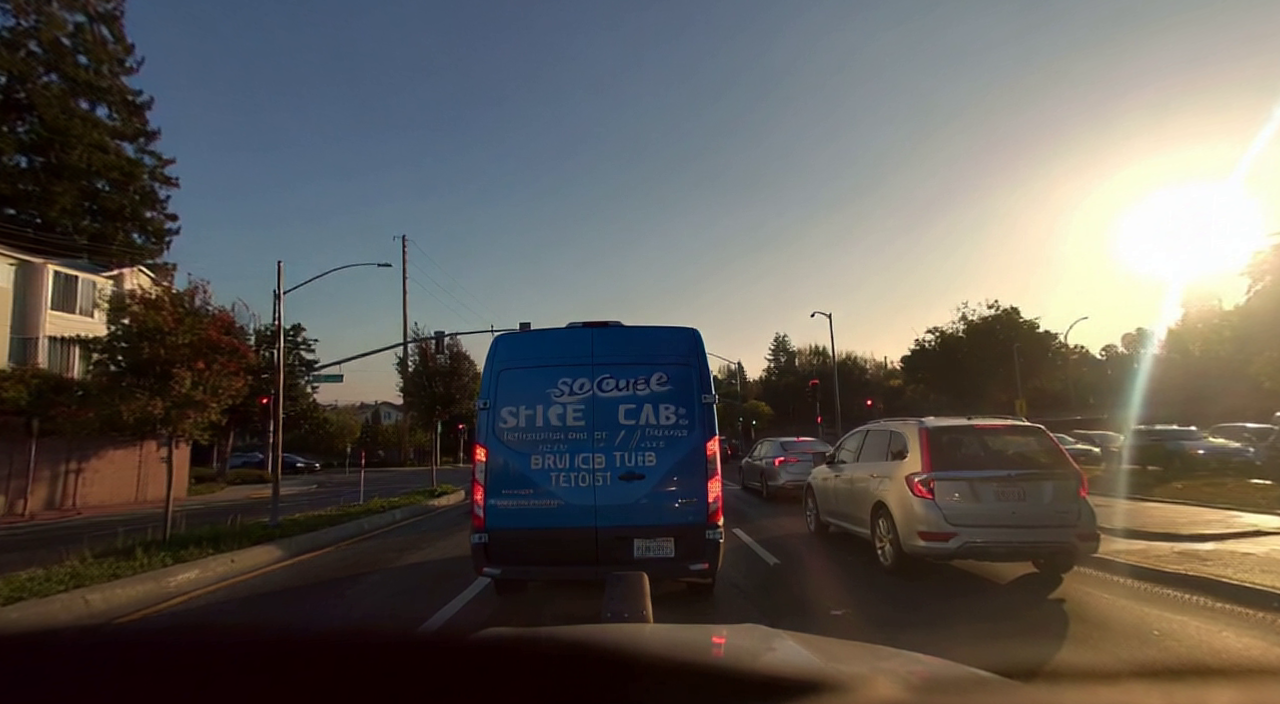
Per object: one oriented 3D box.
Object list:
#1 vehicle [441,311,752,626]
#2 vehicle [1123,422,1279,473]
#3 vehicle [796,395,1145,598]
[{"bbox_3d":[-0.301,1.257,7.540,2.422,2.488,4.992,0,-8,1],"label":"vehicle"},{"bbox_3d":[17.193,2.889,19.140,3.491,1.443,1.837,0,-8,0],"label":"vehicle"},{"bbox_3d":[3.441,1.587,7.756,1.965,1.771,4.295,0,-8,0],"label":"vehicle"}]
